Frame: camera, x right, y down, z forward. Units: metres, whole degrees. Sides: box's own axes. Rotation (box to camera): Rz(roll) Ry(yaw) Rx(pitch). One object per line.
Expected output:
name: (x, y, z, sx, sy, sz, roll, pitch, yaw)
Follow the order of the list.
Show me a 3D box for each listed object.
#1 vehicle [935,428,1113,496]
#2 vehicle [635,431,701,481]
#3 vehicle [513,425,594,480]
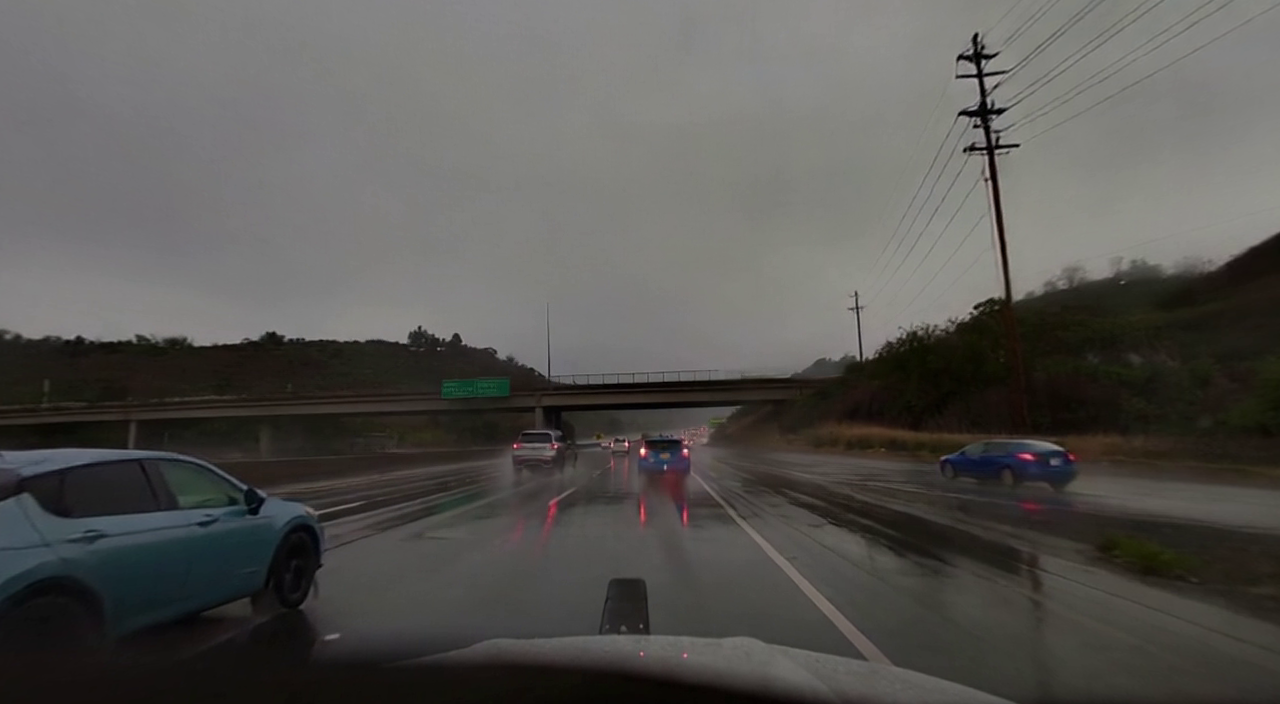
vehicle: (12.285, 3.537, 20.688, 2.059, 1.938, 4.793, 2, -9, -14)
vehicle: (0.936, 3.794, 23.224, 2.193, 1.651, 3.946, 0, -8, 0)
vehicle: (-3.134, 3.792, 23.935, 2.228, 1.845, 4.847, -1, -8, 2)
